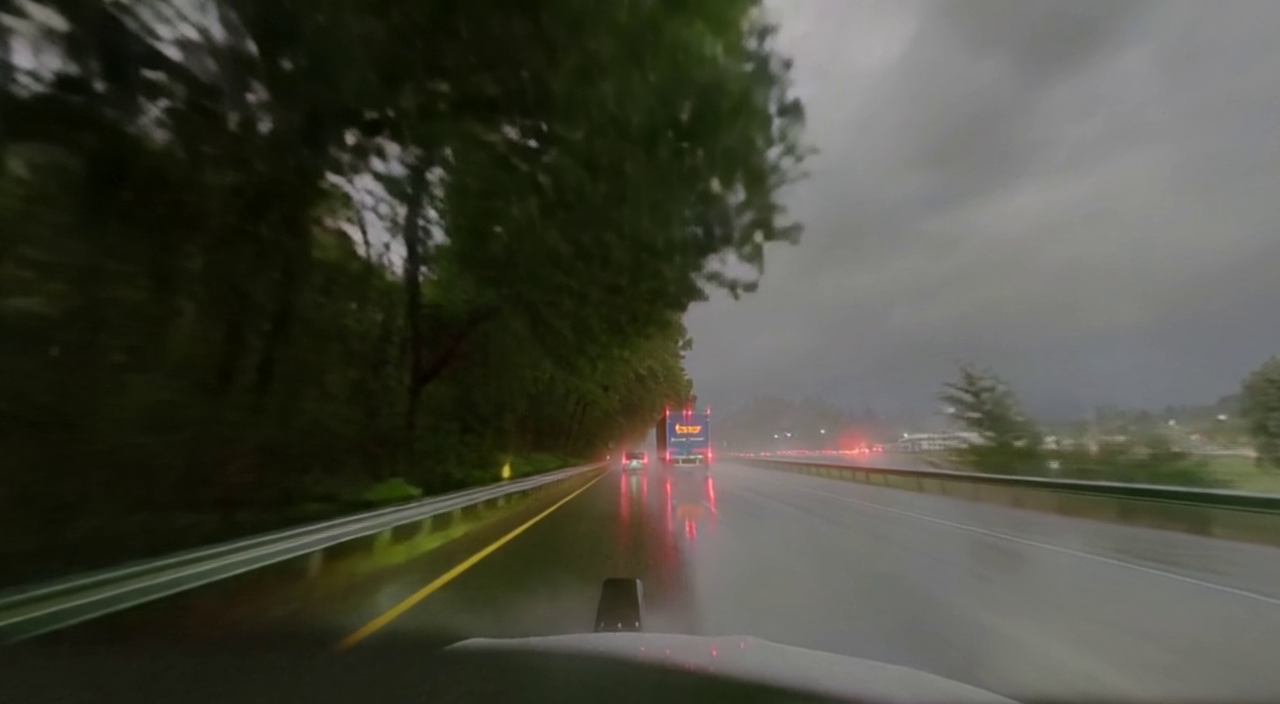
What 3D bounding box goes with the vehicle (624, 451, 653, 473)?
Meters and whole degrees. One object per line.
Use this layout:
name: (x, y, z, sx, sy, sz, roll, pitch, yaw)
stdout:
vehicle: (-0.078, 8.033, 46.127, 2.057, 1.528, 3.958, -1, -9, 0)
